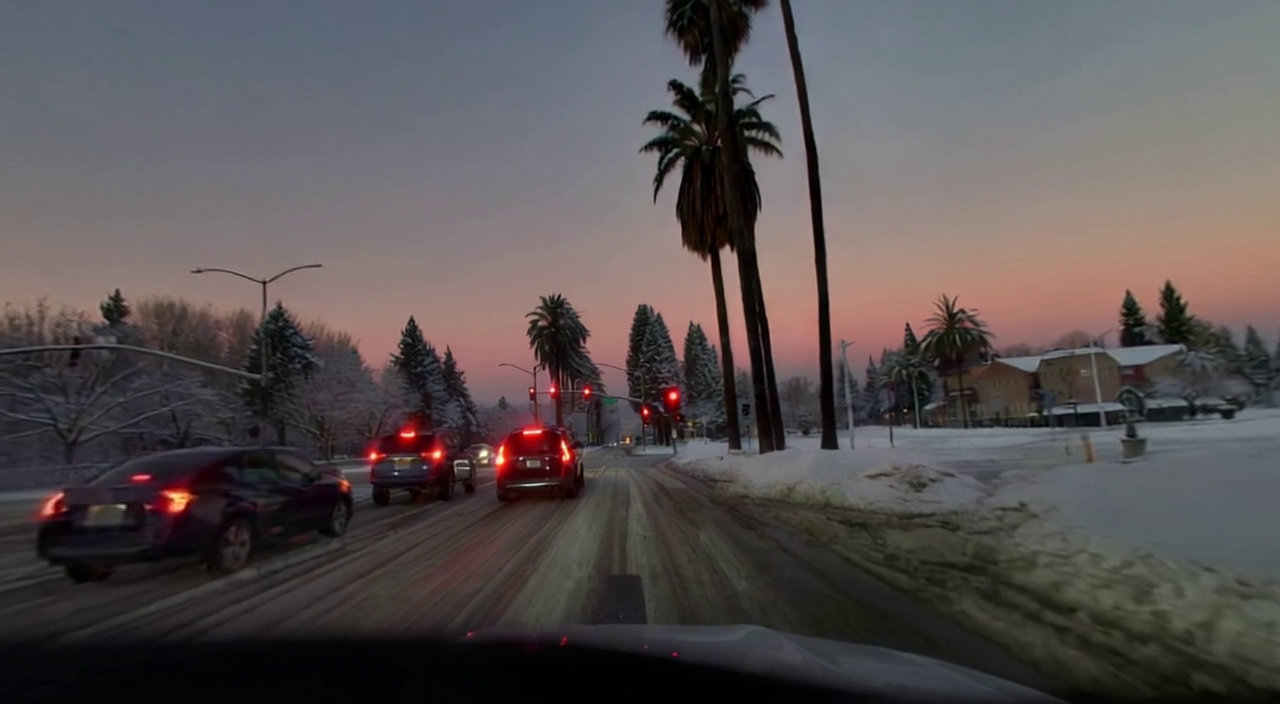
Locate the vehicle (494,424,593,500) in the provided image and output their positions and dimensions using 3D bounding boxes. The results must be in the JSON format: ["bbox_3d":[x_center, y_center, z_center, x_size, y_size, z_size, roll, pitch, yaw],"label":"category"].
[{"bbox_3d":[-2.430,2.925,17.108,2.153,1.759,4.320,0,-9,-2],"label":"vehicle"}]

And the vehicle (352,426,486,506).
[{"bbox_3d":[-5.828,3.056,17.411,2.025,1.862,4.804,0,-9,-1],"label":"vehicle"}]

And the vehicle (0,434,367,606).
[{"bbox_3d":[-5.540,1.918,8.311,1.885,1.567,4.775,0,-9,-2],"label":"vehicle"}]
